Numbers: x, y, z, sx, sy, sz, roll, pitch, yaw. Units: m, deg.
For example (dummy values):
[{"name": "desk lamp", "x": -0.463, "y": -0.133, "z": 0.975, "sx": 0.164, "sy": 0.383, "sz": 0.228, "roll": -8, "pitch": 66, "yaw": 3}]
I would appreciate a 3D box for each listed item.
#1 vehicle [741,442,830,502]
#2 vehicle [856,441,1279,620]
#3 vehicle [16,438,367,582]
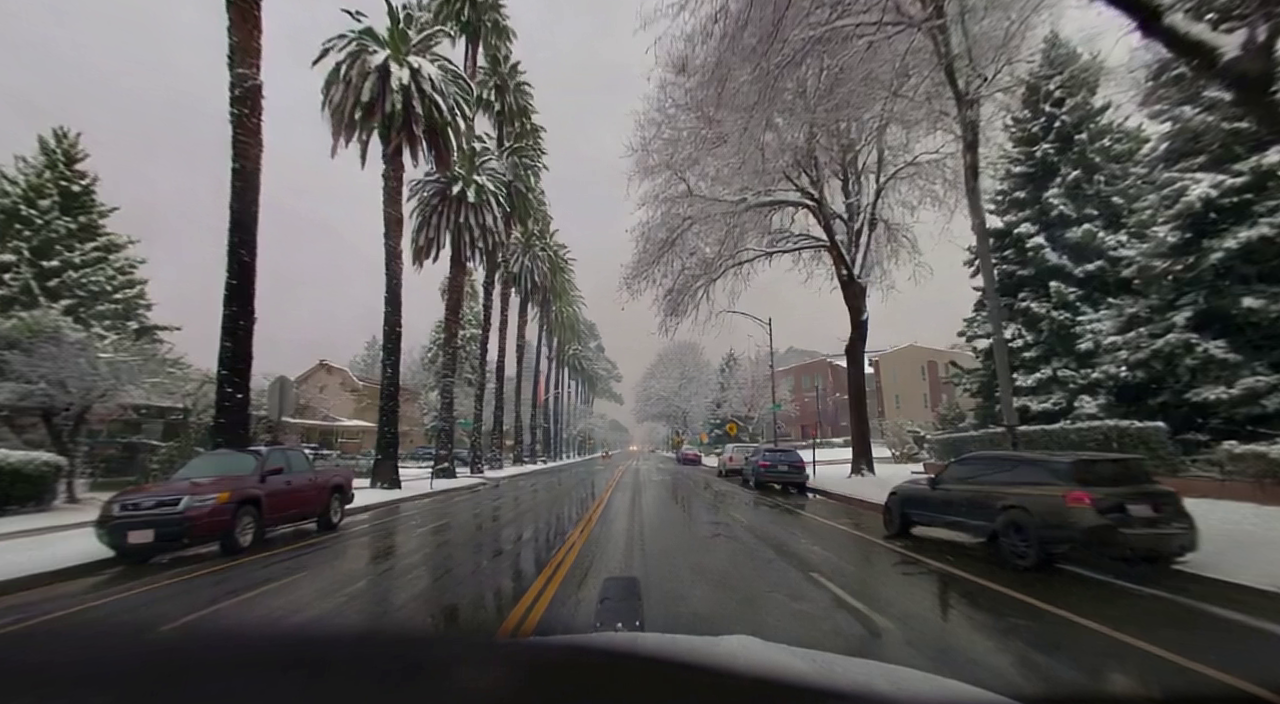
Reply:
[{"name": "vehicle", "x": 4.640, "y": 3.888, "z": 20.862, "sx": 2.000, "sy": 1.732, "sz": 4.298, "roll": -1, "pitch": -9, "yaw": 2}, {"name": "vehicle", "x": 4.755, "y": 1.927, "z": 7.964, "sx": 2.141, "sy": 1.480, "sz": 5.016, "roll": 0, "pitch": -9, "yaw": -2}, {"name": "vehicle", "x": -6.902, "y": 2.410, "z": 10.775, "sx": 2.220, "sy": 1.786, "sz": 5.161, "roll": -1, "pitch": -8, "yaw": 0}]
